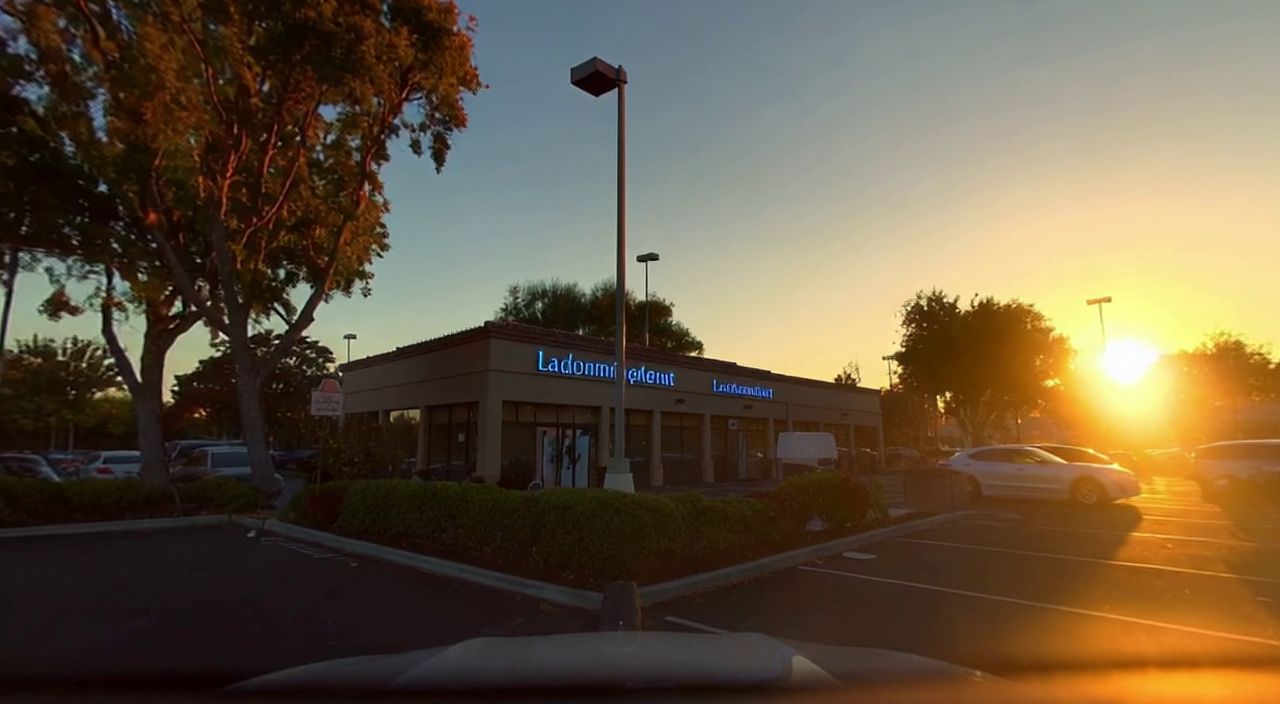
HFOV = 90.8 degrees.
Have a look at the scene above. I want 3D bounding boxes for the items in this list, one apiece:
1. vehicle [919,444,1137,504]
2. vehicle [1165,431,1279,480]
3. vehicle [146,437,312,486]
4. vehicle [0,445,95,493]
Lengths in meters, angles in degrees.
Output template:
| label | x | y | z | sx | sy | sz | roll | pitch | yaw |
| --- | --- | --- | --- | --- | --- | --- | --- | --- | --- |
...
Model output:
| label | x | y | z | sx | sy | sz | roll | pitch | yaw |
| --- | --- | --- | --- | --- | --- | --- | --- | --- | --- |
| vehicle | 10.669 | 3.310 | 17.638 | 4.772 | 1.441 | 1.976 | -8 | -12 | 43 |
| vehicle | 23.370 | 3.918 | 24.022 | 4.939 | 1.664 | 2.055 | -10 | -10 | 42 |
| vehicle | -15.216 | 4.039 | 23.602 | 1.921 | 1.632 | 4.752 | -8 | -11 | 42 |
| vehicle | -19.430 | 3.563 | 19.214 | 1.790 | 1.396 | 4.000 | -9 | -12 | 40 |
